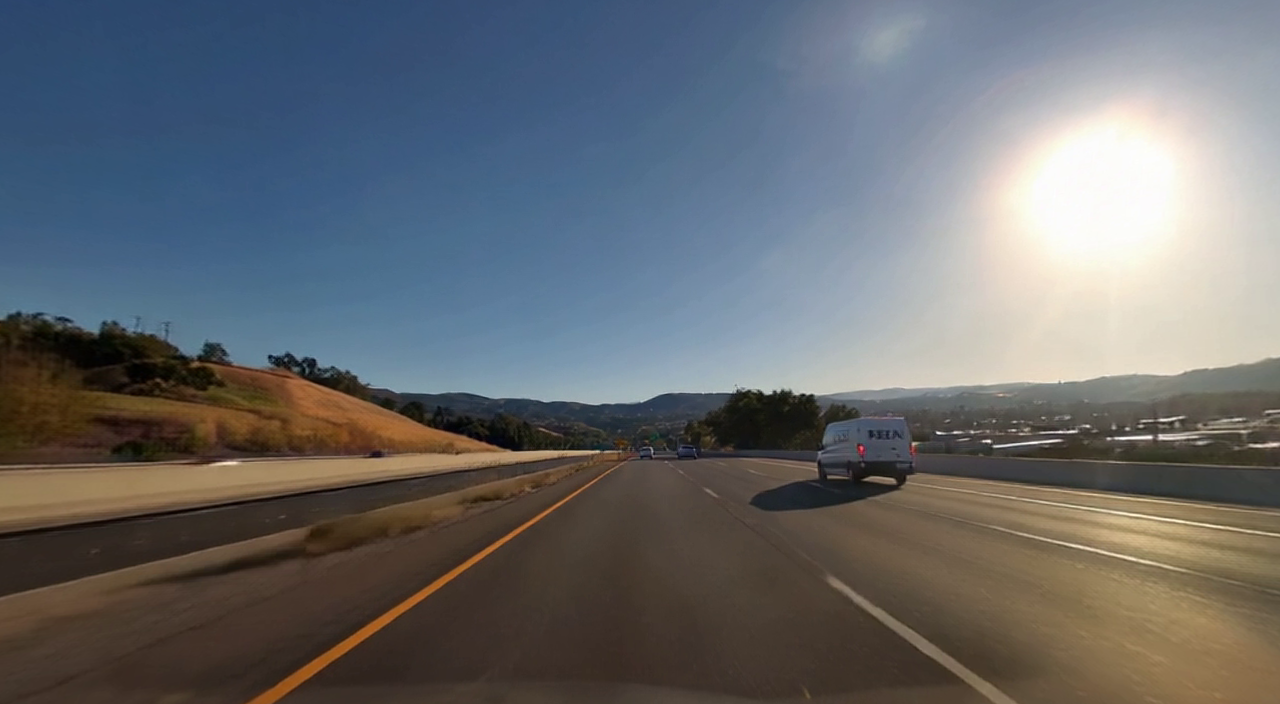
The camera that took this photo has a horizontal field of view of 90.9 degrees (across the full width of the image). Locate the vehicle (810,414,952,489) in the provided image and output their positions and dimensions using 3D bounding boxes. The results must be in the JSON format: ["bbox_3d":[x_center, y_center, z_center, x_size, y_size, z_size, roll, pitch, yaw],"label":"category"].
[{"bbox_3d":[7.386,3.131,20.145,2.275,2.059,5.543,0,-8,0],"label":"vehicle"}]

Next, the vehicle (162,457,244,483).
[{"bbox_3d":[-28.473,7.688,41.300,1.902,1.483,4.762,0,-8,1],"label":"vehicle"}]
